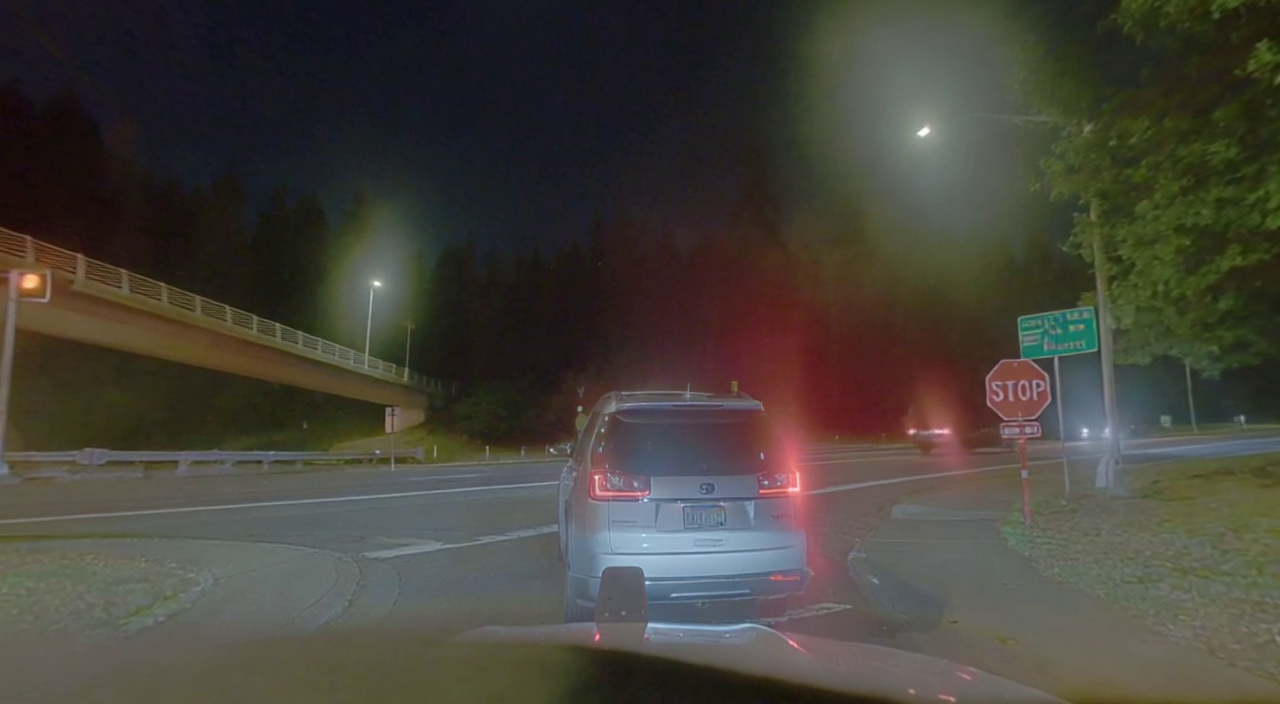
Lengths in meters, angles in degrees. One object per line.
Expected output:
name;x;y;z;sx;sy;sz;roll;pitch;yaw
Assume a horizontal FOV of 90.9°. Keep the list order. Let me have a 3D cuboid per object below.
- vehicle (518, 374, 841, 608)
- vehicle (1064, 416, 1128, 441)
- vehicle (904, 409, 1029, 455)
vehicle;0.301;1.400;7.134;2.494;1.804;4.336;0;-9;0
vehicle;33.916;5.686;46.868;4.557;1.712;1.913;3;-9;-29
vehicle;14.069;3.482;27.134;5.166;1.791;2.131;4;-10;-28
